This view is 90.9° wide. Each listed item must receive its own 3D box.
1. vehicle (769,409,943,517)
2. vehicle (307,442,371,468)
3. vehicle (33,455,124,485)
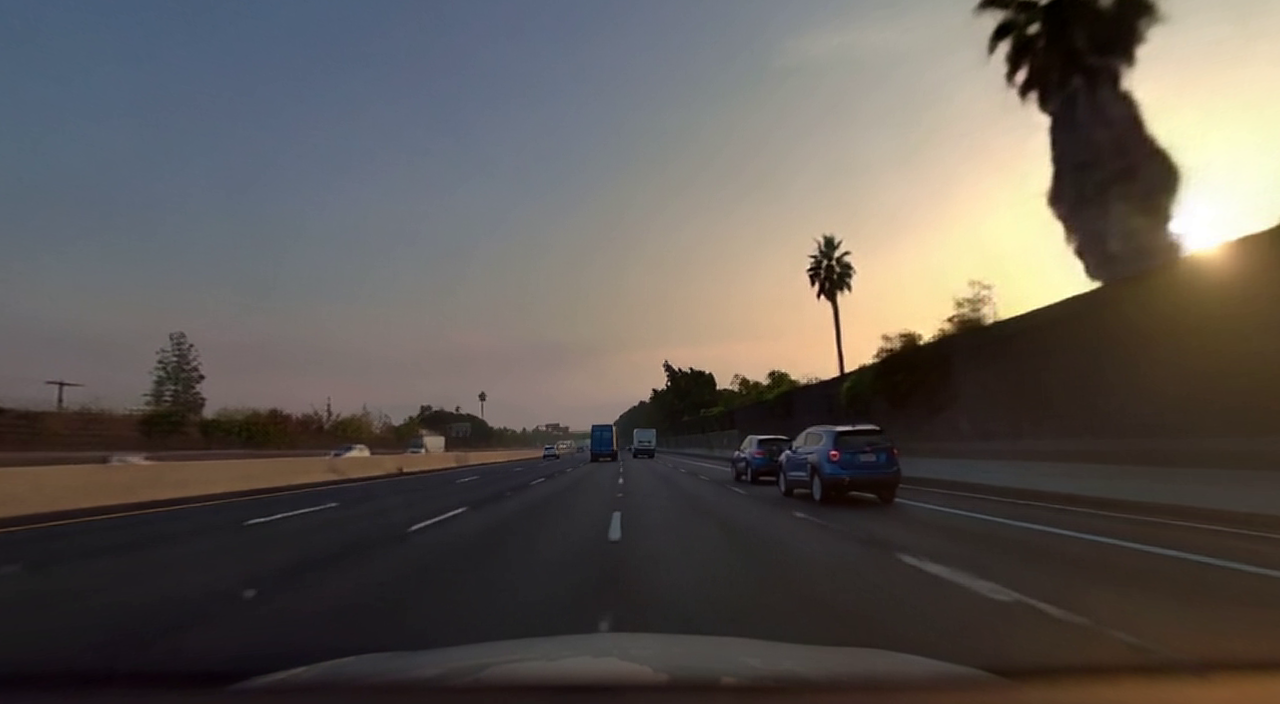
[{"bbox_3d":[5.024,2.683,15.708,2.408,2.210,4.999,0,-8,-2],"label":"vehicle"},{"bbox_3d":[-20.377,7.003,42.933,2.080,1.639,4.832,0,-8,-1],"label":"vehicle"},{"bbox_3d":[-27.370,5.731,30.869,1.447,1.315,3.272,0,-8,-1],"label":"vehicle"}]
